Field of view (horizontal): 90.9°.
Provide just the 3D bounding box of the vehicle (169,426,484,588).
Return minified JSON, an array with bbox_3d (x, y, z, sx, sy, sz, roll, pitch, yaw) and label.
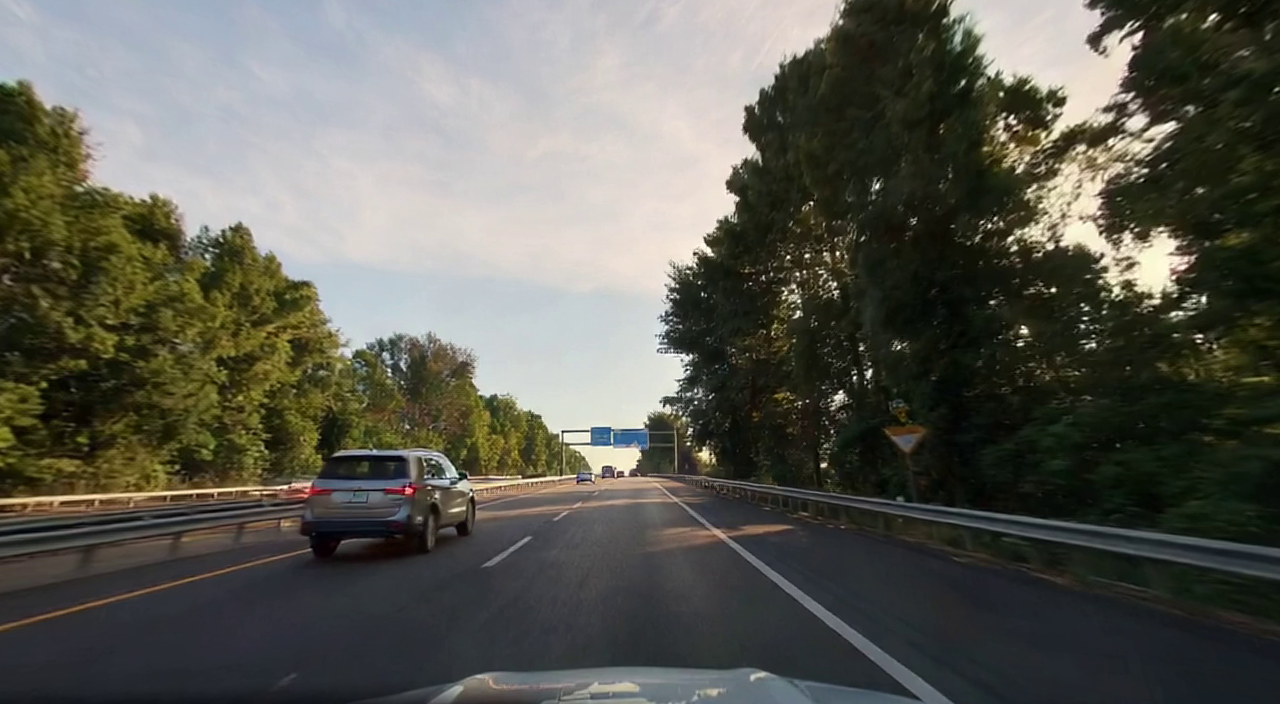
[{"bbox_3d":[-3.905,2.076,9.039,2.107,1.668,4.554,1,-11,0],"label":"vehicle"}]
